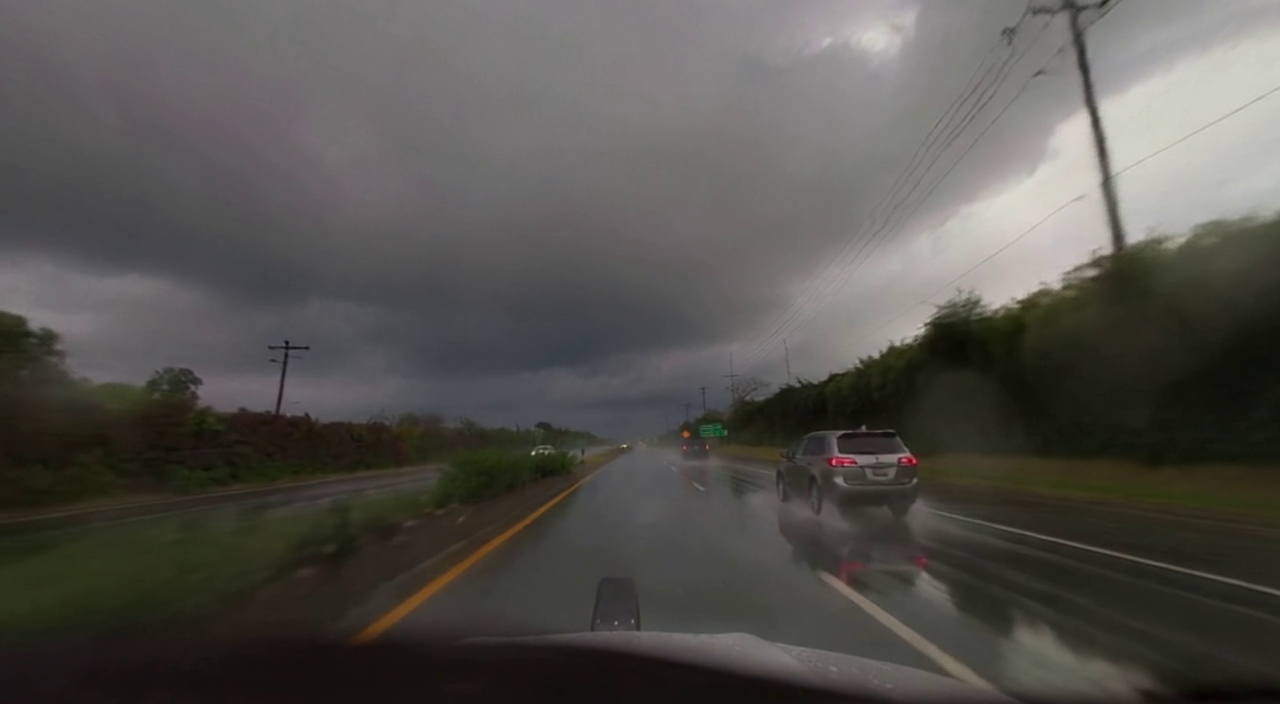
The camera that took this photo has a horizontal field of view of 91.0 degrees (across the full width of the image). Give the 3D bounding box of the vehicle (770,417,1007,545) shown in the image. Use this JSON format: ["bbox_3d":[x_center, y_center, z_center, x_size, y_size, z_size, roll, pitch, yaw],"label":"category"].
[{"bbox_3d":[3.589,1.938,10.174,1.977,1.581,4.428,-1,-8,-1],"label":"vehicle"}]

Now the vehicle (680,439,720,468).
[{"bbox_3d":[3.329,5.683,35.530,1.868,1.507,3.833,-1,-8,-1],"label":"vehicle"}]
